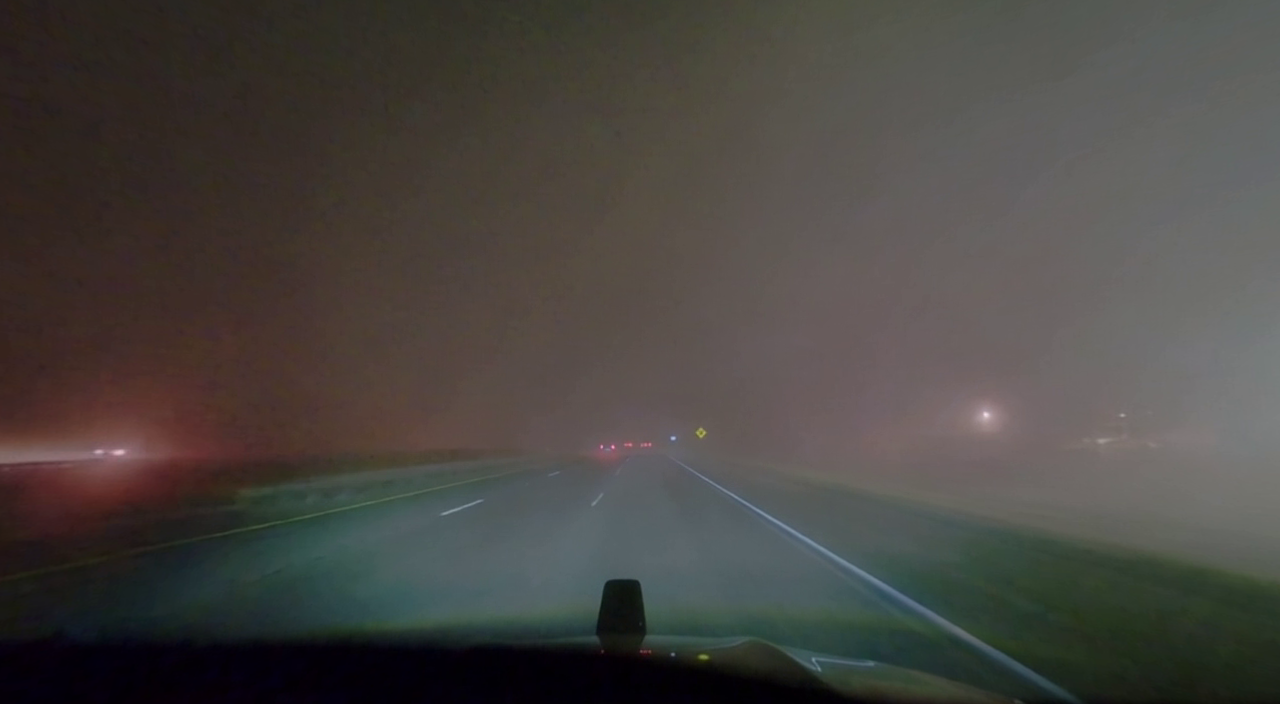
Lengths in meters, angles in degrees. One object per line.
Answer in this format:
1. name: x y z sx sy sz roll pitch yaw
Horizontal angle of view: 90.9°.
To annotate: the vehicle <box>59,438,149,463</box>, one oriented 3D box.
1. vehicle: -33.002 6.076 39.007 1.824 1.477 4.353 0 -8 -1
